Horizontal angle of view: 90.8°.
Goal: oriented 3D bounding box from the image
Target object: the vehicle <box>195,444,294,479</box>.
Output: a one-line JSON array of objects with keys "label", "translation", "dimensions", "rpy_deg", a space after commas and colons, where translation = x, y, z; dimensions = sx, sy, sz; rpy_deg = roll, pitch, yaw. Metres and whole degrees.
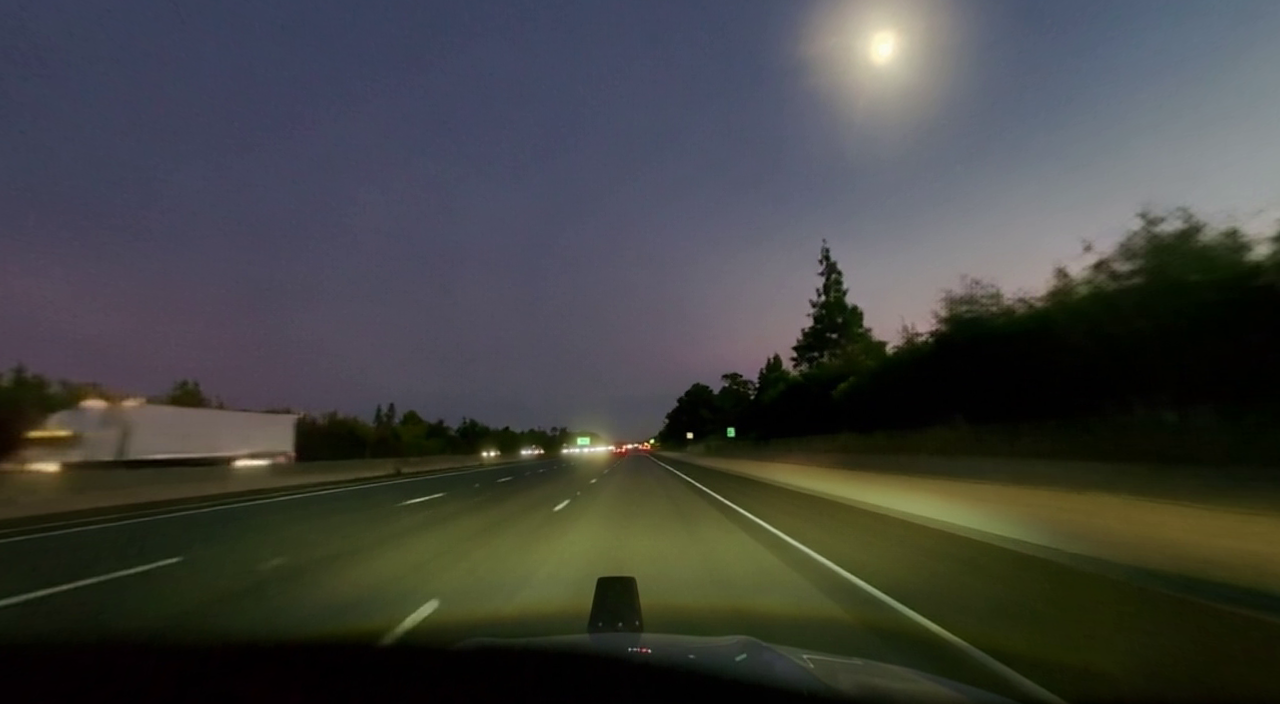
[{"label": "vehicle", "translation": [-20.798, 5.773, 33.500], "dimensions": [2.042, 1.674, 4.948], "rpy_deg": [0, -9, -1]}]

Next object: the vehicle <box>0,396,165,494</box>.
[{"label": "vehicle", "translation": [-25.540, 4.195, 28.443], "dimensions": [2.916, 3.874, 6.628], "rpy_deg": [0, -9, -1]}]
